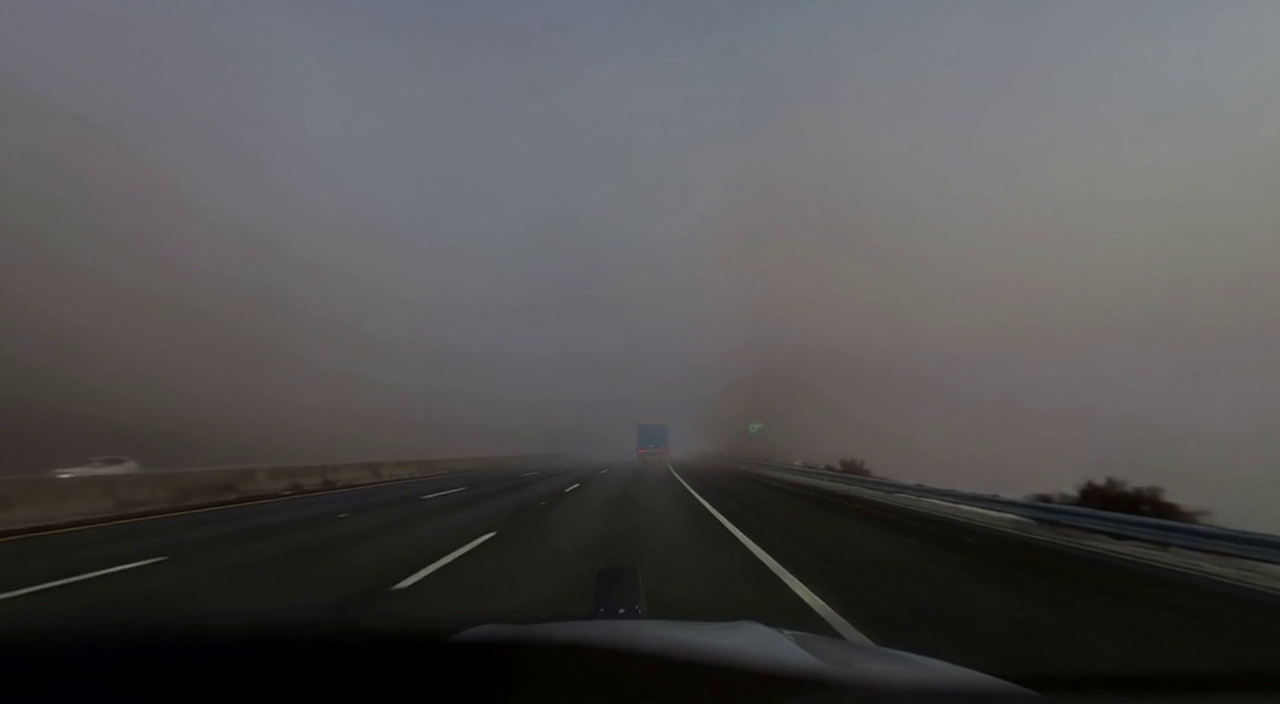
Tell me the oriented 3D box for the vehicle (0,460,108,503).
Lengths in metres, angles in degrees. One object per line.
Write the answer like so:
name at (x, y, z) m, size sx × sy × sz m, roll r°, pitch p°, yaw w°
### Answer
vehicle at (-23.675, 5.004, 24.764) m, size 1.791 × 1.472 × 4.210 m, roll 0°, pitch -9°, yaw 1°
